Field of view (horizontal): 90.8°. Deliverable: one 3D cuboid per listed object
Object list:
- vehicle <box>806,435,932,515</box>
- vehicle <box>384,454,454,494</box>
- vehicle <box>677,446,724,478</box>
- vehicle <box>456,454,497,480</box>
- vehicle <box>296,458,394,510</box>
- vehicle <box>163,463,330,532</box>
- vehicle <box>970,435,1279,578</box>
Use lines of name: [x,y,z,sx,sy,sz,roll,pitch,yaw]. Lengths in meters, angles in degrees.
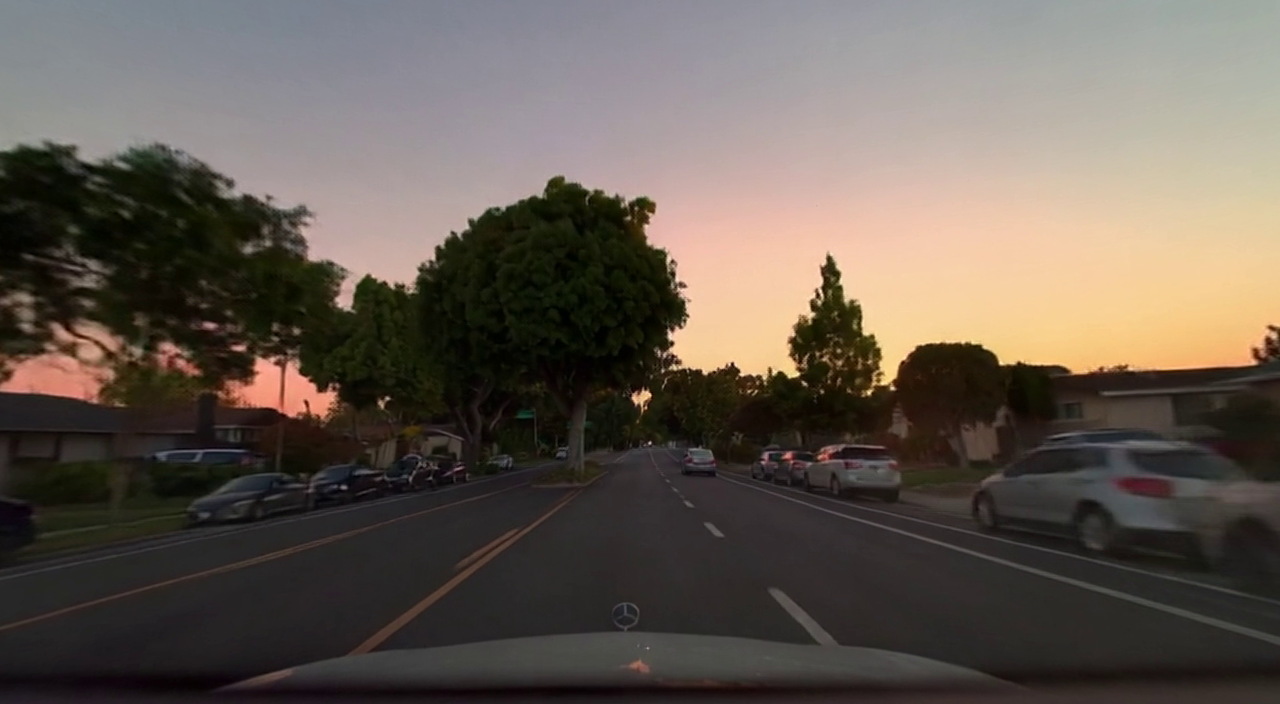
vehicle: [7.237,3.898,20.659,2.081,2.286,4.941,0,-8,-2]
vehicle: [-11.524,6.356,33.353,2.049,1.848,4.693,0,-8,-1]
vehicle: [3.191,5.924,34.373,1.951,1.620,4.582,0,-8,-2]
vehicle: [-12.232,8.614,47.587,2.032,1.773,4.471,0,-8,-2]
vehicle: [-11.629,5.199,25.255,1.921,1.770,4.265,0,-8,-1]
vehicle: [-11.771,4.339,19.458,1.888,1.668,5.052,0,-8,0]
vehicle: [7.549,2.248,10.129,1.979,1.754,4.370,0,-8,-3]
